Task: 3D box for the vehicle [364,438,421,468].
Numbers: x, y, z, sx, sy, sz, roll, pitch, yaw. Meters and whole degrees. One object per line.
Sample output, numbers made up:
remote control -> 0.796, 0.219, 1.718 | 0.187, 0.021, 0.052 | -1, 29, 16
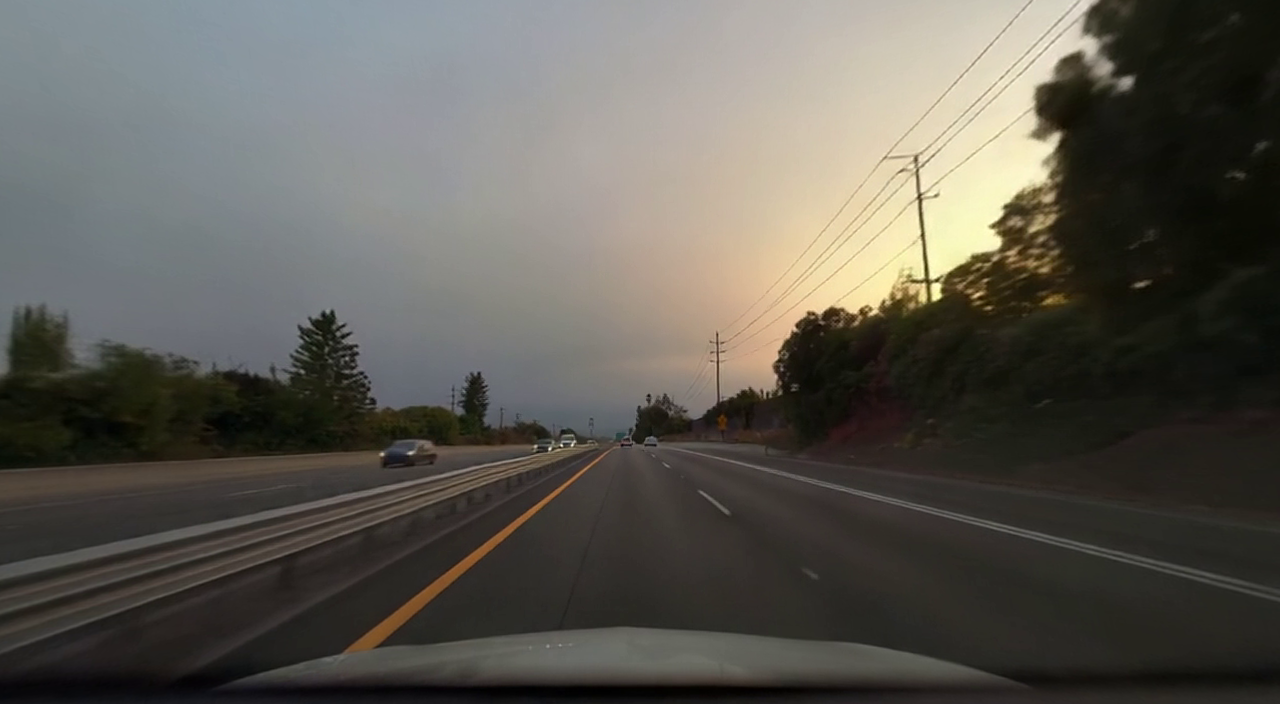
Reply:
vehicle -> -13.578, 5.525, 34.785 | 1.790, 1.507, 3.493 | 0, -8, -1
